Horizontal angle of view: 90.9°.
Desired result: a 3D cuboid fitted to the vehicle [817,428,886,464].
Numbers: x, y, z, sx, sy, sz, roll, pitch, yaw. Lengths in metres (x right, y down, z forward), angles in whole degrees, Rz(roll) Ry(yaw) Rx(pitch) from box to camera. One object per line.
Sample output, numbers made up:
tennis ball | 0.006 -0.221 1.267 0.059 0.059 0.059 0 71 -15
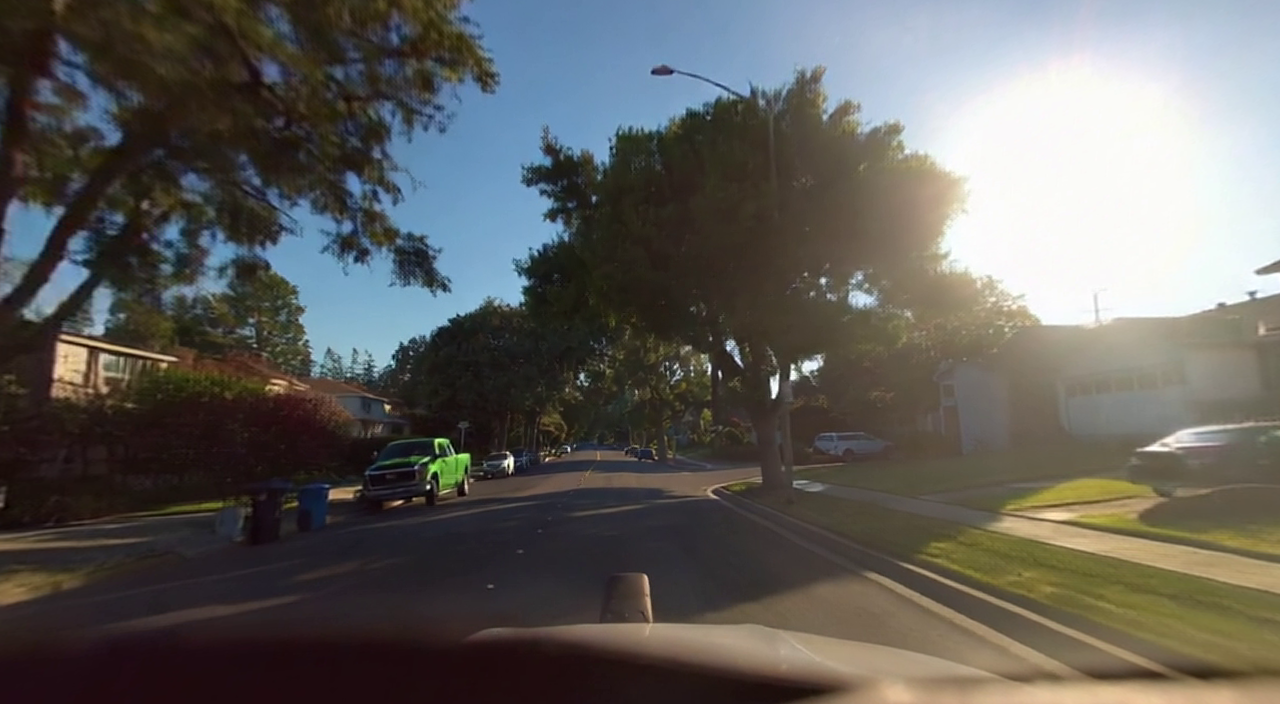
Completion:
vehicle | 11.449 5.098 34.527 1.936 1.687 4.714 -4 -7 -2

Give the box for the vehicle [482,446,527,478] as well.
vehicle | -8.041 6.539 37.761 1.945 1.530 4.430 -4 -7 -4

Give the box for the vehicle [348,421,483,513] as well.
vehicle | -6.973 3.510 20.432 2.223 2.115 5.707 5 -4 -1
